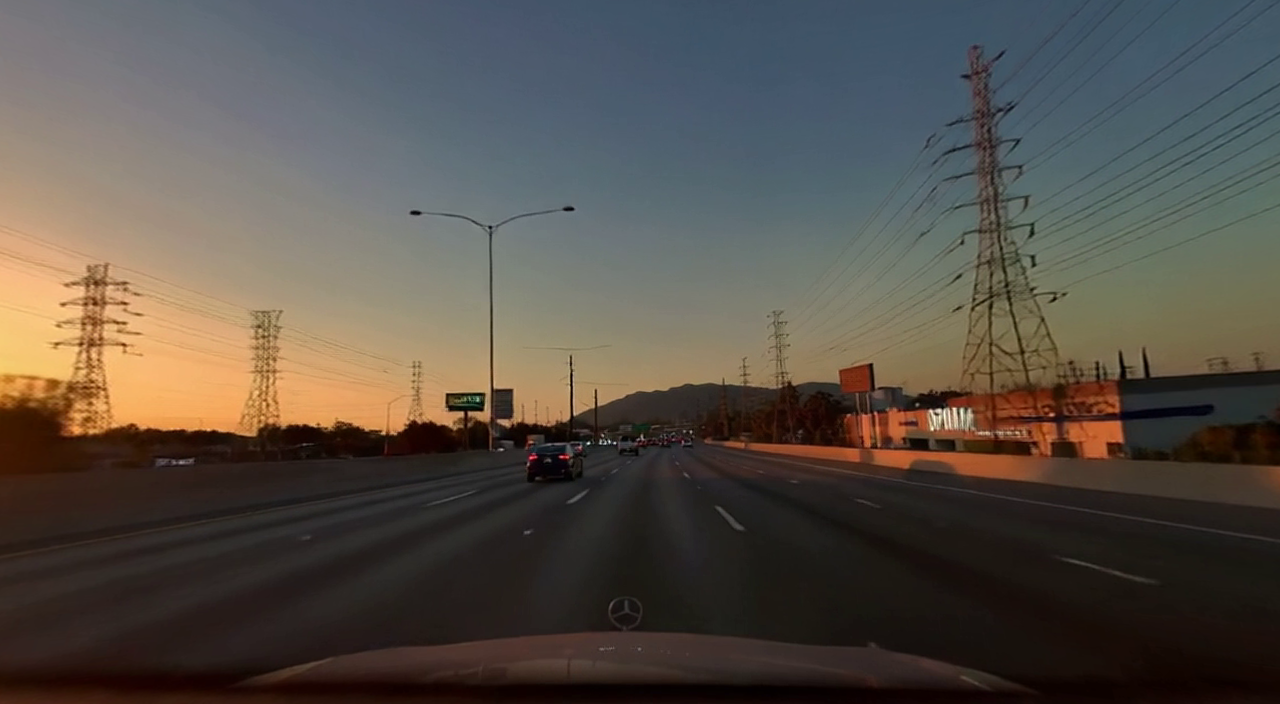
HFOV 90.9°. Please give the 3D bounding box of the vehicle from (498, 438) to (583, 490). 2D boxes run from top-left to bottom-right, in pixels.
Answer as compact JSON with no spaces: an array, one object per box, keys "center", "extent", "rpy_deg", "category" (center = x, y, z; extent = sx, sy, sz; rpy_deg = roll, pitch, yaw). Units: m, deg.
[{"center":[-2.983,3.457,19.768],"extent":[1.891,1.444,3.968],"rpy_deg":[-1,-8,2],"category":"vehicle"}]
